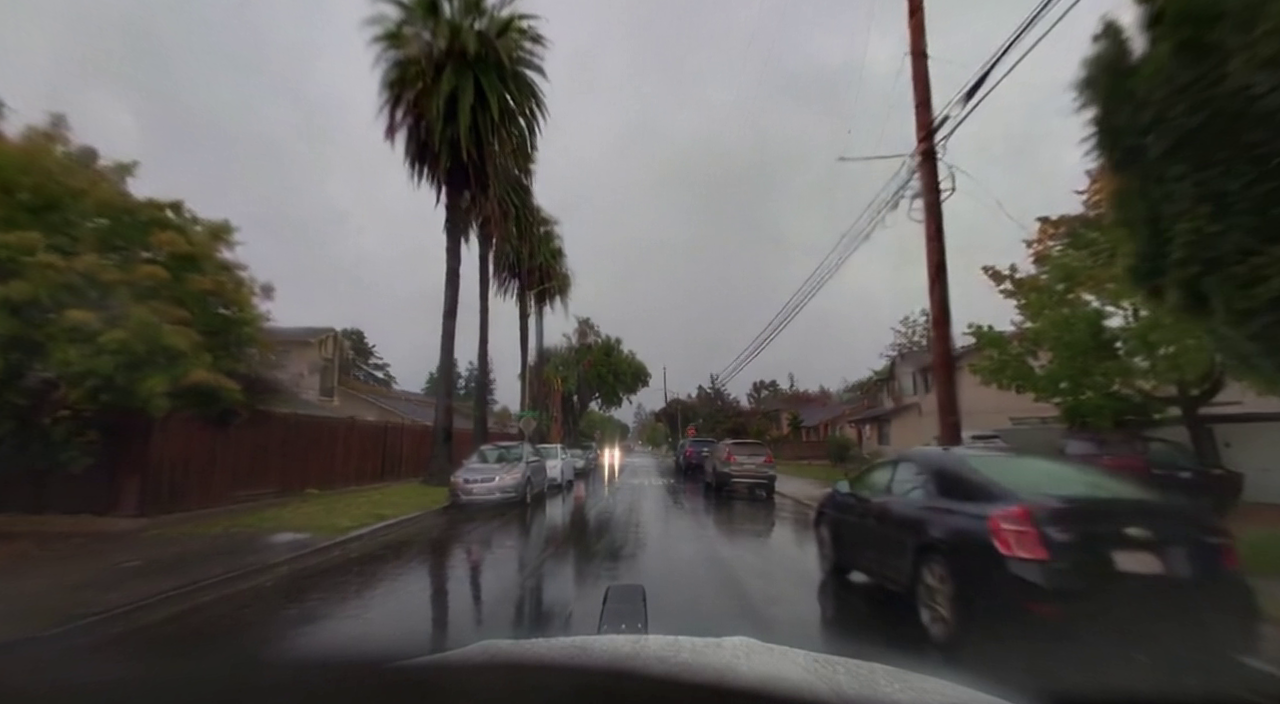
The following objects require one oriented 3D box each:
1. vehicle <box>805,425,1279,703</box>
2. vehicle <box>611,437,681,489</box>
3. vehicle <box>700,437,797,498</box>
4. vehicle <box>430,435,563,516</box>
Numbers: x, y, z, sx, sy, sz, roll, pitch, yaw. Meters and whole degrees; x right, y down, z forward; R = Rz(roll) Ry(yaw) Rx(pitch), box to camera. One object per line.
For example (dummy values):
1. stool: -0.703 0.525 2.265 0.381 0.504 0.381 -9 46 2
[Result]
1. vehicle: 2.907 1.387 4.980 1.961 1.481 4.494 0 -8 0
2. vehicle: 0.181 3.519 20.371 2.010 1.499 4.107 0 -8 0
3. vehicle: 3.006 3.292 18.413 1.967 1.563 4.237 0 -8 -2
4. vehicle: -2.985 2.652 14.110 1.877 1.521 4.348 0 -8 1
